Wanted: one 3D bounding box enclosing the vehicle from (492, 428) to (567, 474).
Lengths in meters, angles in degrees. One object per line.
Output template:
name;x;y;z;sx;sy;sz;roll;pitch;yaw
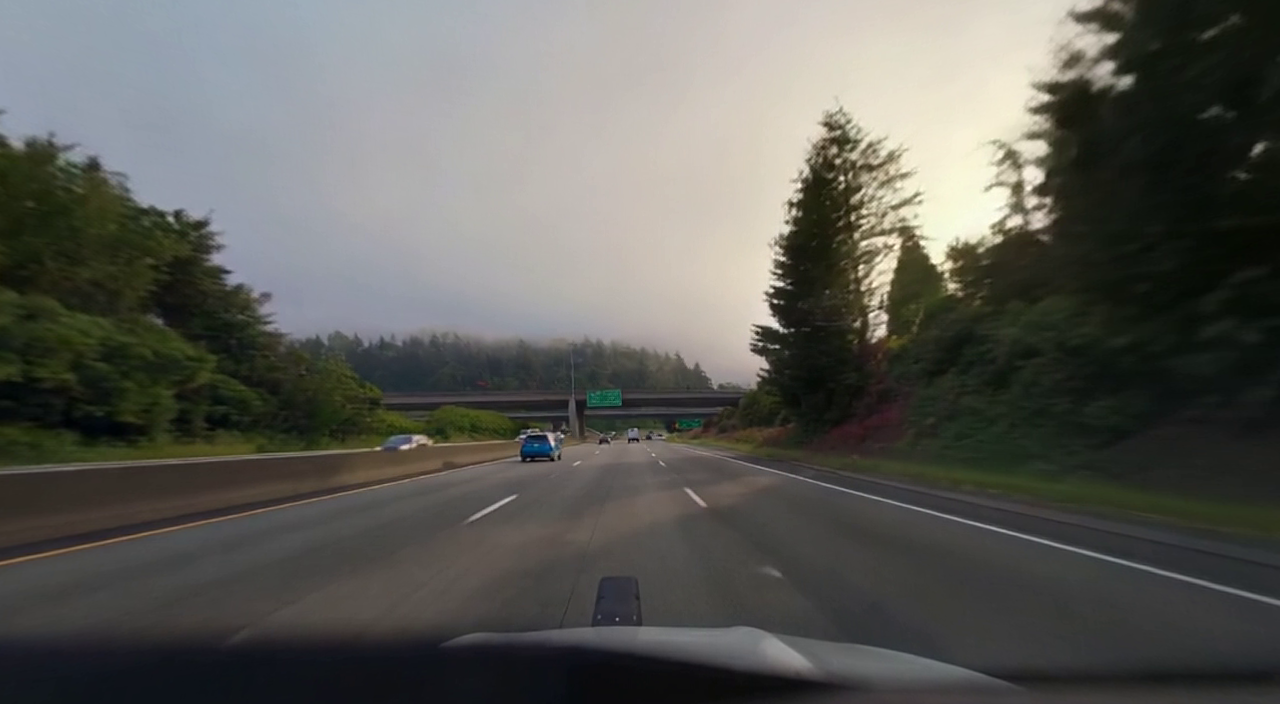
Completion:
vehicle;-4.185;3.807;24.645;2.086;1.624;4.607;0;-8;0

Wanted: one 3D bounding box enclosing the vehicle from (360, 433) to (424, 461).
vehicle;-13.818;5.290;35.383;1.898;1.445;4.372;0;-8;-2
